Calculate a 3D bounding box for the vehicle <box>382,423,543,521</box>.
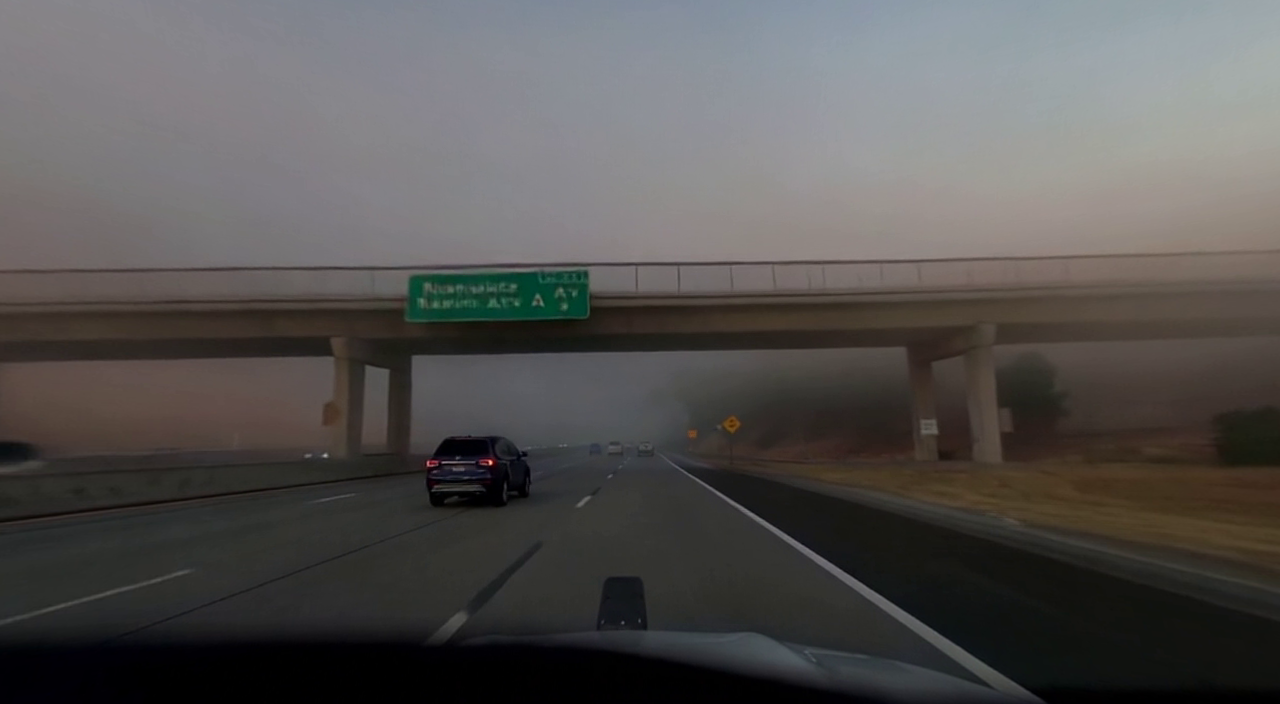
[{"bbox_3d":[-3.470,2.442,13.282,2.048,1.705,4.384,0,-8,1],"label":"vehicle"}]
